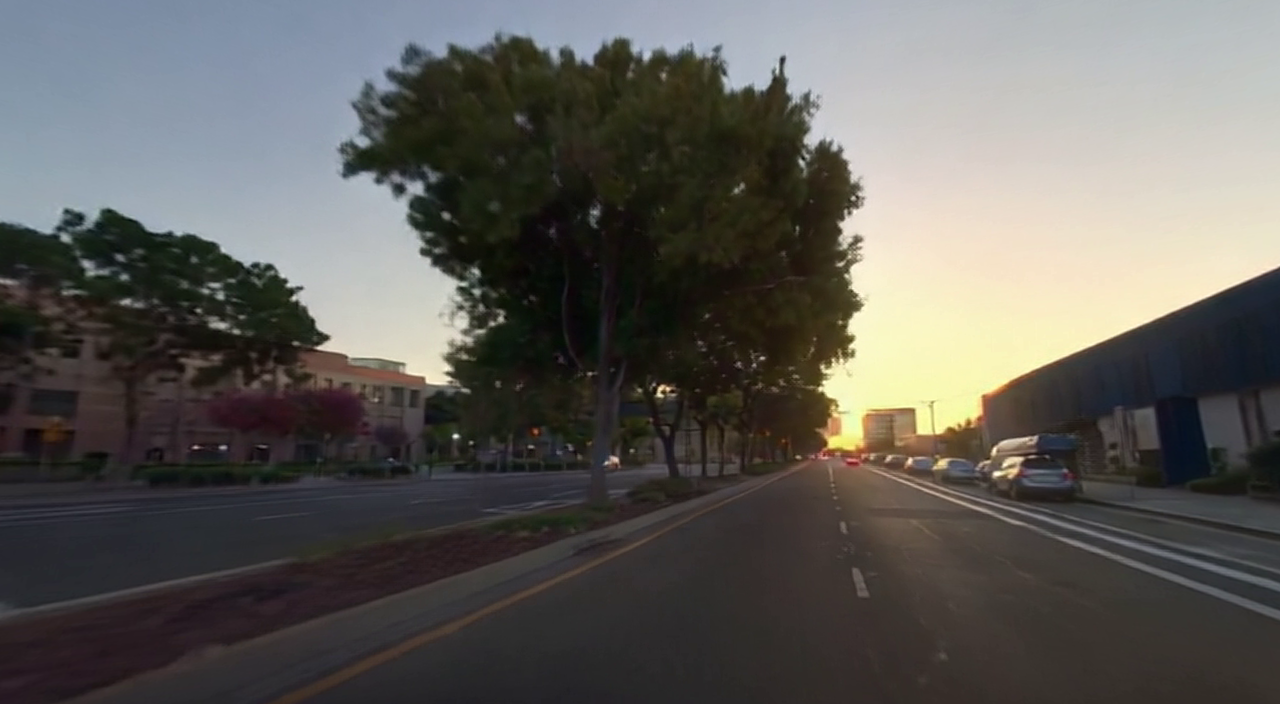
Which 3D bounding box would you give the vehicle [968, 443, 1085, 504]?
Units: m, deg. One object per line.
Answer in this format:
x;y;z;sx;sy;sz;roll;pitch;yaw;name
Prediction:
13.128;4.077;21.836;2.152;1.869;4.476;-2;-8;14;vehicle
